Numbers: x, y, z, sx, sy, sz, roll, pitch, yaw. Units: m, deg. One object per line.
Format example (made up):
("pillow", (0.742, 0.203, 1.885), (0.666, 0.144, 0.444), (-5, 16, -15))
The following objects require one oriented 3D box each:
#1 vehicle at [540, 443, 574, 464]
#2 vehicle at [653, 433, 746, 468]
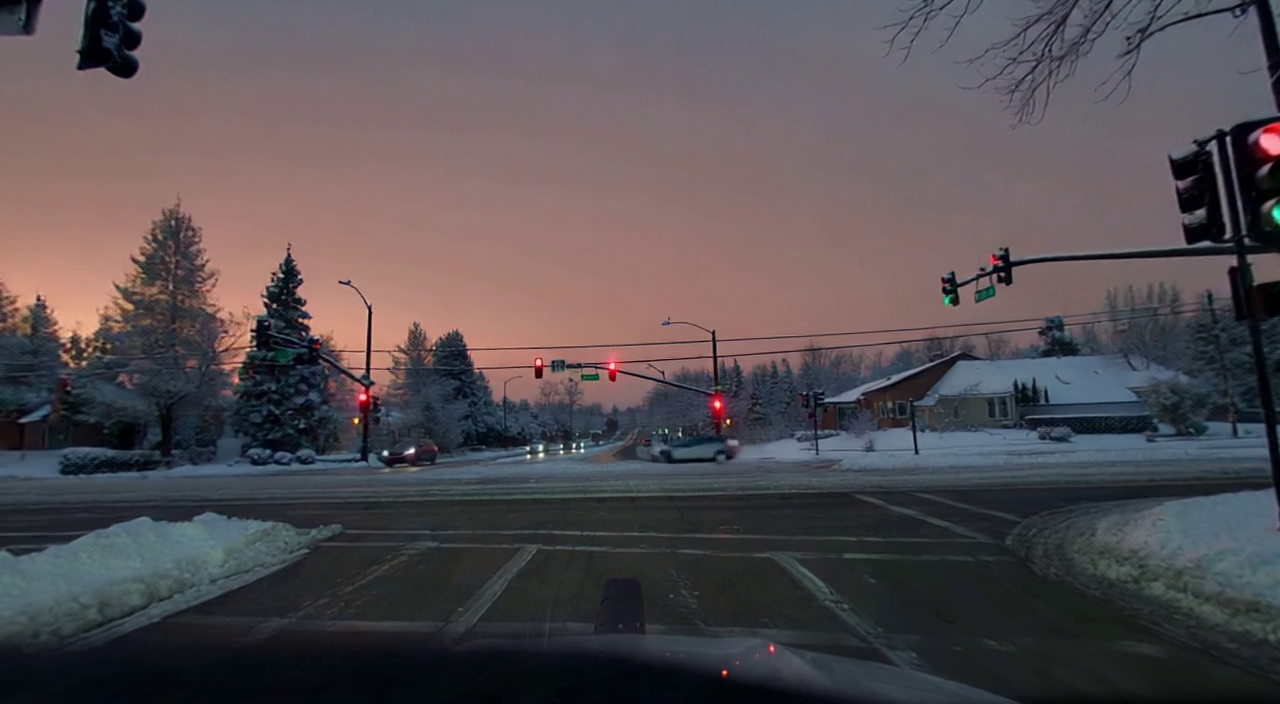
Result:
("vehicle", (-6.139, 7.523, 47.046), (1.936, 1.444, 4.168), (0, -8, 0))
("vehicle", (3.125, 5.207, 33.373), (4.706, 1.710, 1.932), (-1, -8, 5))
